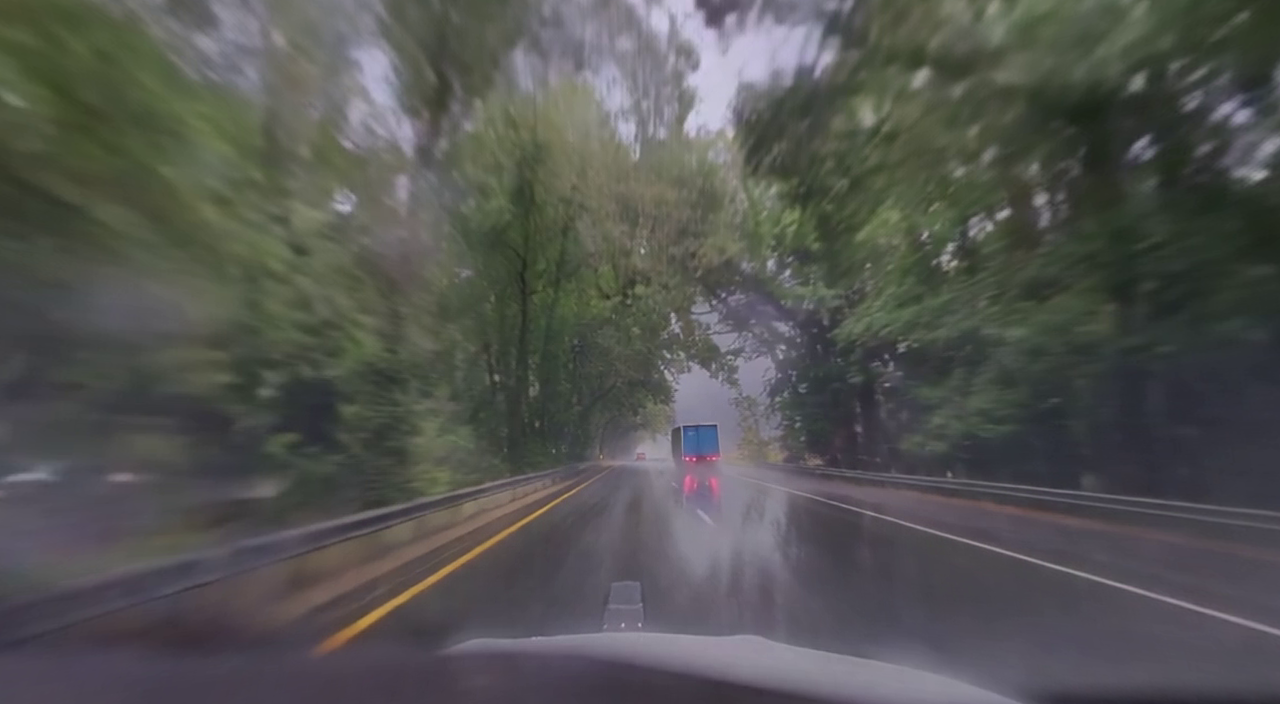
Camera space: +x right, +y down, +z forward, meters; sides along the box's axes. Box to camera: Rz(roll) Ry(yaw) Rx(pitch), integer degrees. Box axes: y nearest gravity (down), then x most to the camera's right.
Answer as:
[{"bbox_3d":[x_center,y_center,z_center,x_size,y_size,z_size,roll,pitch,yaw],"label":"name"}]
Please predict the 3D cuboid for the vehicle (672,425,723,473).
[{"bbox_3d":[3.581,6.225,40.352,2.572,2.795,5.978,0,-9,-1],"label":"vehicle"}]
